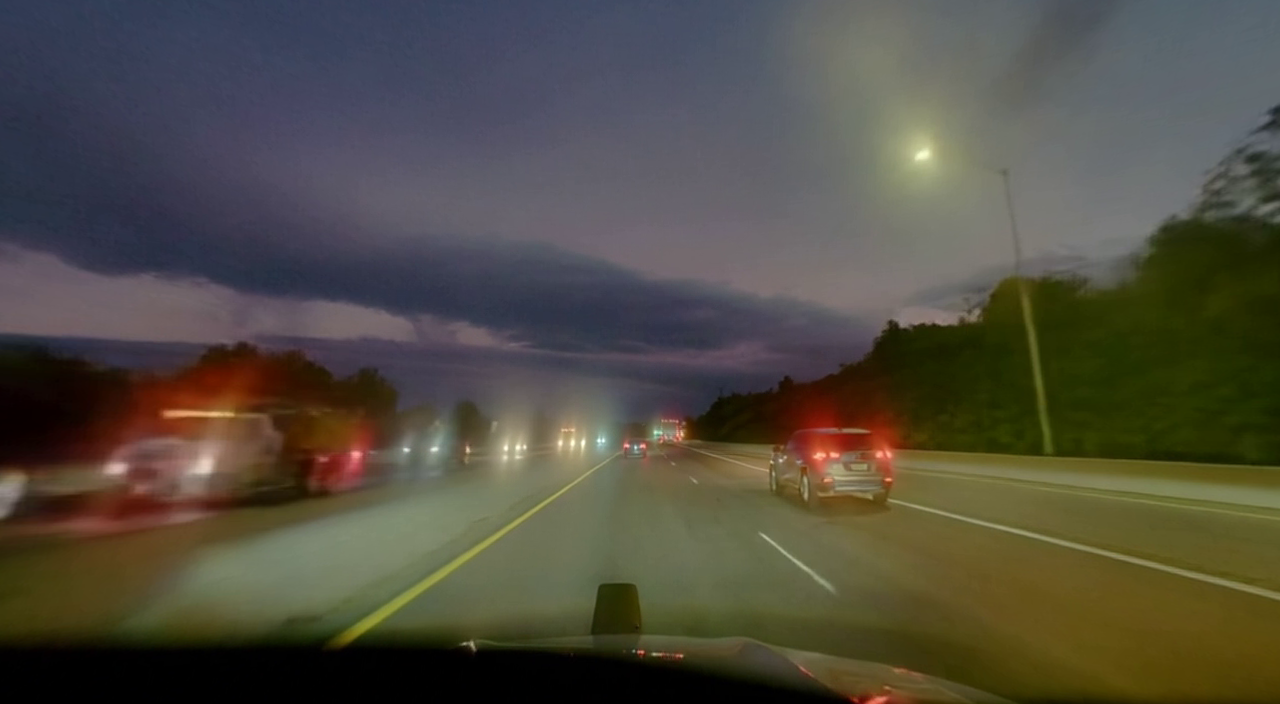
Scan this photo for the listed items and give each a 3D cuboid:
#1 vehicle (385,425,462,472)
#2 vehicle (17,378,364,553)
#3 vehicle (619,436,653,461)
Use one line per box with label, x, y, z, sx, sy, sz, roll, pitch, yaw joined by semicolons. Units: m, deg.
vehicle;-12.832;5.775;37.776;2.354;2.530;6.137;0;-8;0
vehicle;-8.043;2.100;12.489;2.453;2.460;6.190;-3;-8;-1
vehicle;-0.278;5.997;39.260;2.004;1.472;4.075;0;-8;-2
